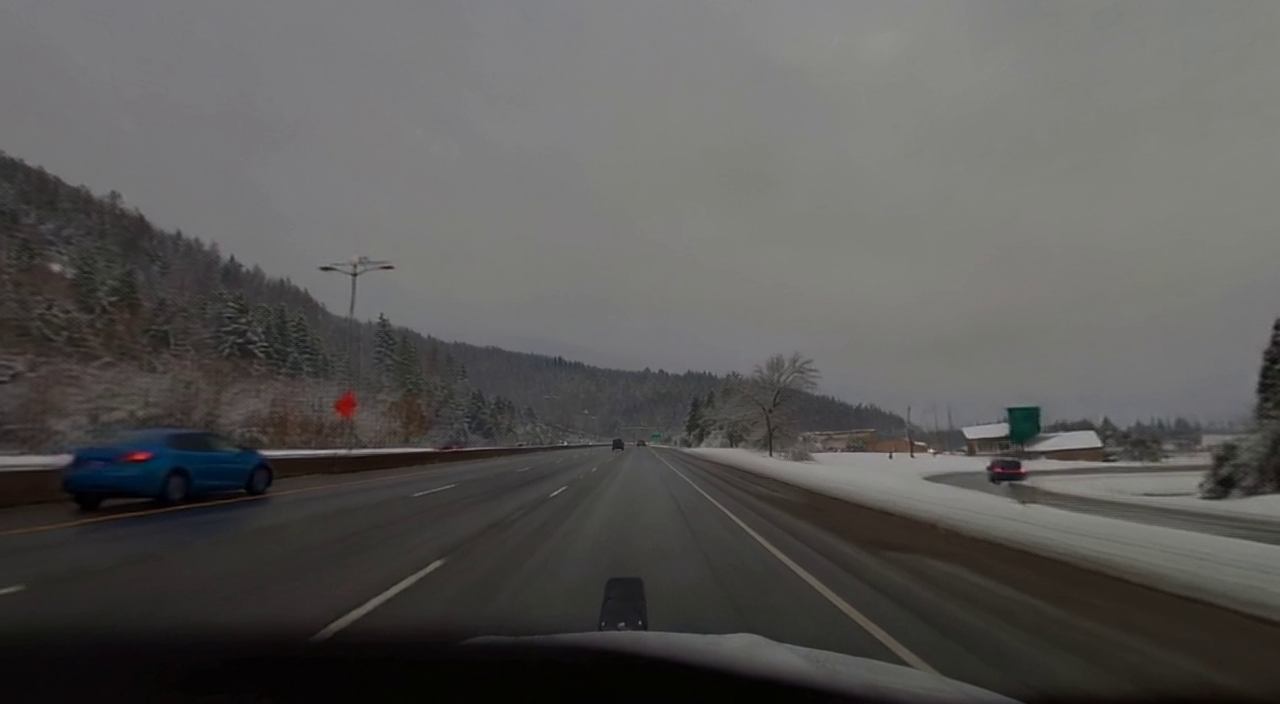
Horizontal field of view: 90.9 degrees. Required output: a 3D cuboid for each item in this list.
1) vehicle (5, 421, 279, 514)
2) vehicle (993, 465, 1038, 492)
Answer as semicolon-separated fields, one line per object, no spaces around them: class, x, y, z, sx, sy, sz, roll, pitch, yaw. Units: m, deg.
vehicle;-10.881;2.548;14.479;2.152;1.753;4.972;0;-8;1
vehicle;29.043;9.748;48.908;2.108;1.763;4.817;-3;-9;21
